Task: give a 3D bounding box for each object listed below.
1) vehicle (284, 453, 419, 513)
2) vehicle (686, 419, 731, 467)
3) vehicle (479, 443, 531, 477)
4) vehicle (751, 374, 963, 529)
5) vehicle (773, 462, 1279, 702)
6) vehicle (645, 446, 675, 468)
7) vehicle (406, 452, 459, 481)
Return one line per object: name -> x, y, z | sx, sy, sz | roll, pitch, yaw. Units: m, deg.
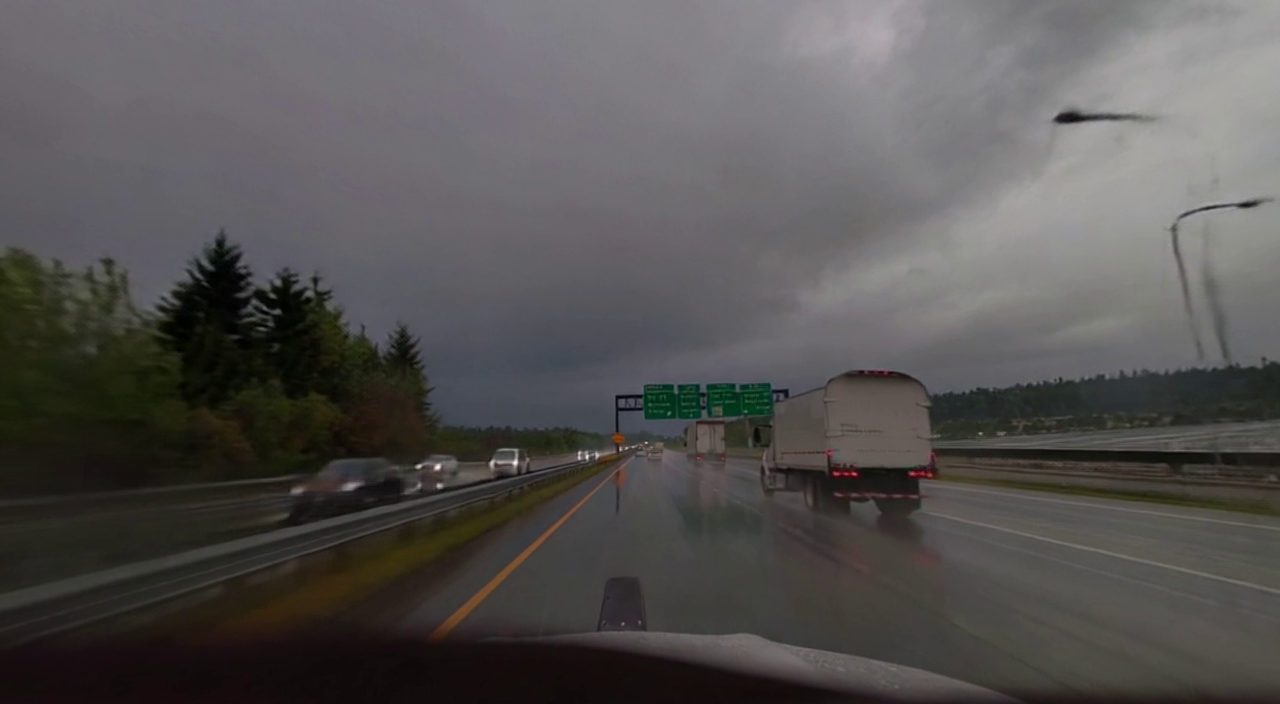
vehicle -> -8.579, 3.907, 19.280 | 1.943, 1.467, 4.591 | -2, -9, 1
vehicle -> 5.075, 6.959, 48.012 | 2.743, 3.367, 7.306 | 0, -9, 1
vehicle -> -8.718, 6.960, 41.039 | 2.174, 1.978, 5.226 | -2, -9, 1
vehicle -> 4.449, 2.238, 14.453 | 2.569, 2.783, 5.984 | 0, -9, -1
vehicle -> 4.574, 2.125, 8.318 | 2.472, 1.036, 13.239 | 0, -9, -2
vehicle -> 1.406, 7.589, 45.711 | 2.049, 1.500, 3.790 | 0, -9, 1
vehicle -> -12.672, 6.998, 38.674 | 1.873, 1.559, 3.979 | -3, -9, 1
